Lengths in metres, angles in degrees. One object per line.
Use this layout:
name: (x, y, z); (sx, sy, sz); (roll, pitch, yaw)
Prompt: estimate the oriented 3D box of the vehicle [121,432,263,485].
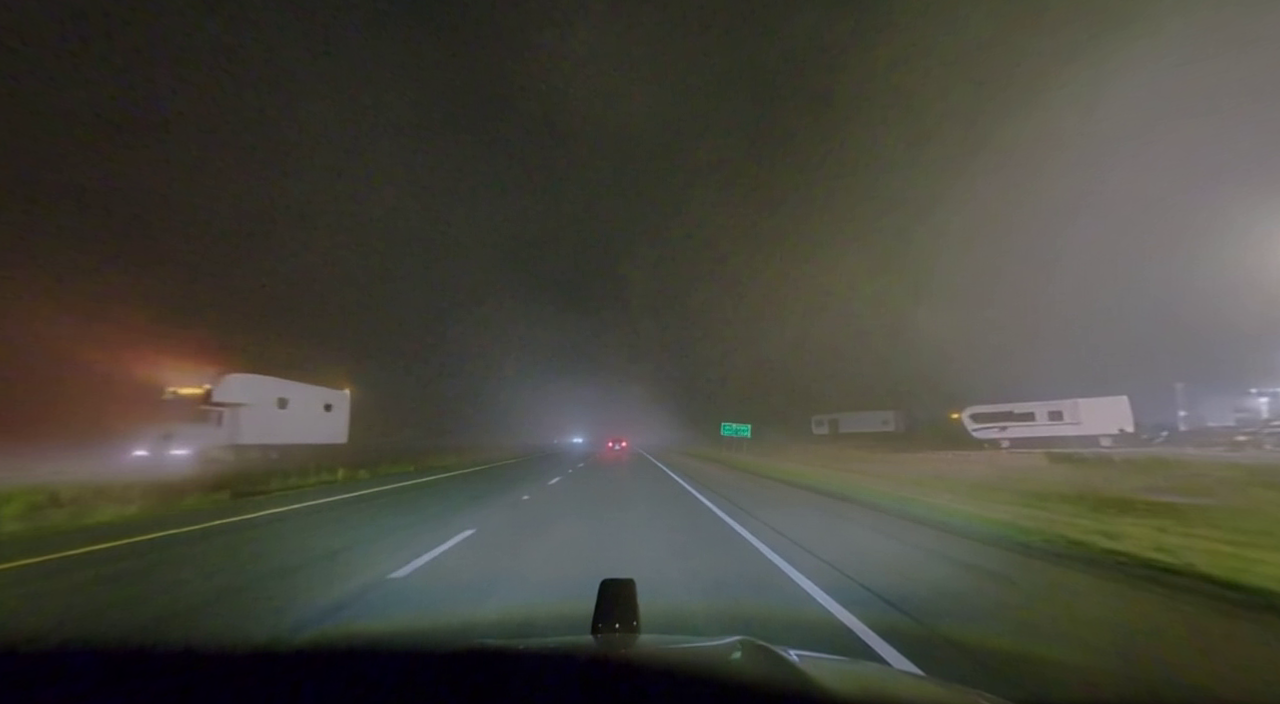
vehicle: (-17.619, 4.165, 25.130); (2.077, 1.896, 5.013); (0, -8, -1)
